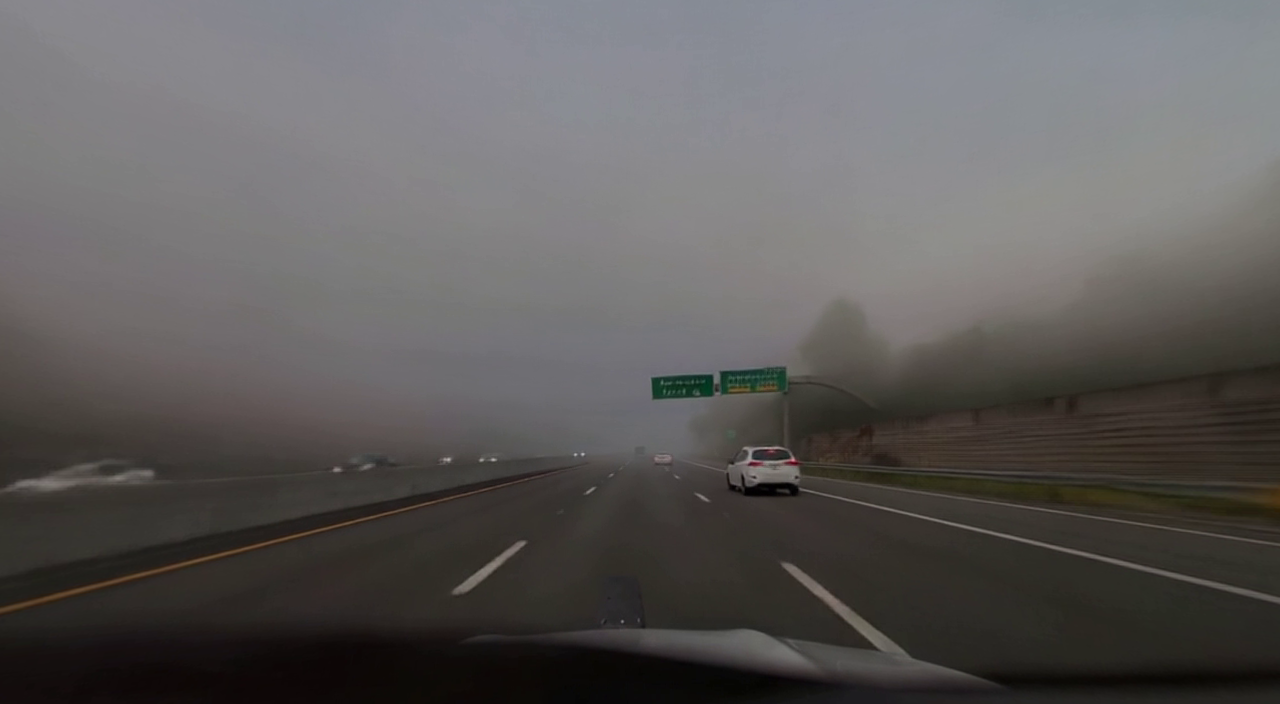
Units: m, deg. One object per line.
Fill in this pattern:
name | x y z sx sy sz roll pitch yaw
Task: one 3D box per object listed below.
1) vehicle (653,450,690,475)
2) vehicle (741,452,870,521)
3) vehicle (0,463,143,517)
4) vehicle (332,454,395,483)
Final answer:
vehicle | 1.886 6.782 38.913 2.065 1.400 4.028 0 -9 1
vehicle | 3.551 2.927 14.170 1.883 1.320 3.386 0 -9 -2
vehicle | -19.823 4.586 21.421 1.909 1.514 4.719 0 -9 1
vehicle | -14.876 6.288 34.088 1.676 1.439 3.554 -1 -9 2
